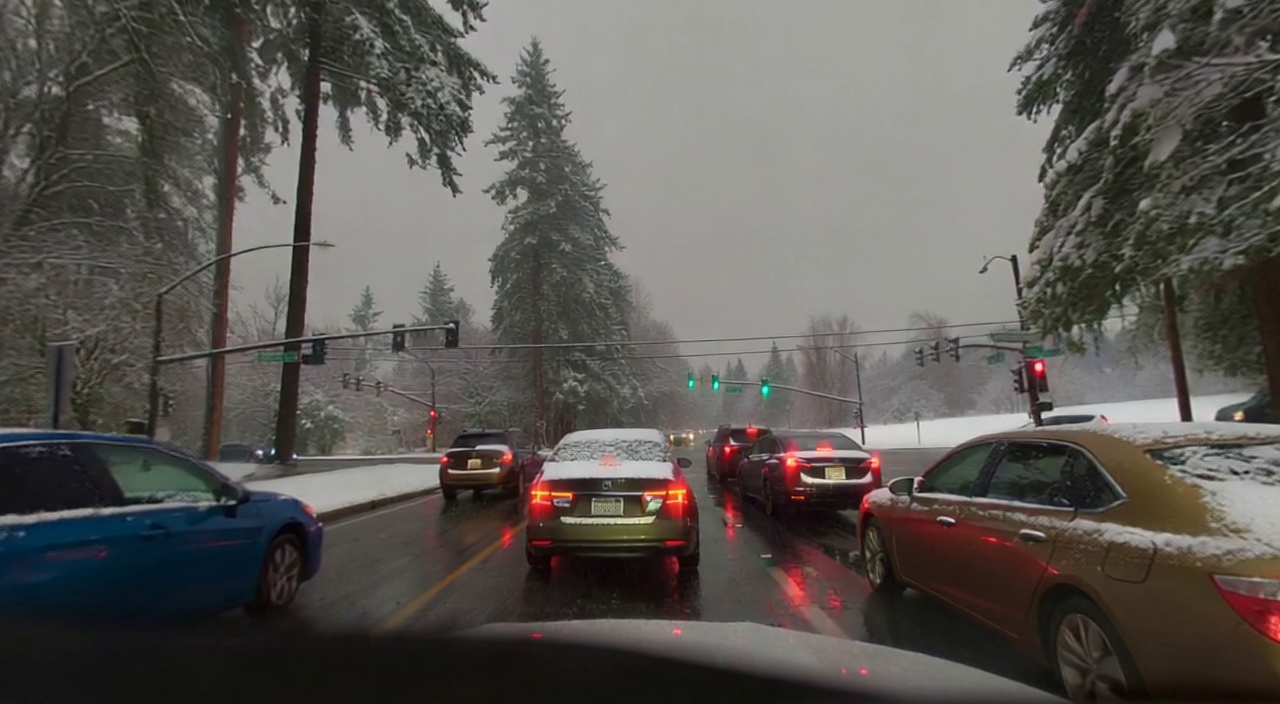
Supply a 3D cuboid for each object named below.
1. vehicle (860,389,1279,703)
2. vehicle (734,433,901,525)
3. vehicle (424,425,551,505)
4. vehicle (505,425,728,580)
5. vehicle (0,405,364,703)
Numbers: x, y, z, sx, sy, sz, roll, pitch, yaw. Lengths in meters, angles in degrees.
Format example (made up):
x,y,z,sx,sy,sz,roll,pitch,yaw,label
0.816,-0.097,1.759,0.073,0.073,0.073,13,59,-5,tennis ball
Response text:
x,y,z,sx,sy,sz,roll,pitch,yaw,label
3.135,1.149,4.052,1.903,1.480,4.270,0,-8,0,vehicle
3.182,2.335,12.324,1.975,1.460,4.357,0,-8,0,vehicle
-3.623,2.777,15.856,1.961,1.714,4.268,-1,-8,2,vehicle
-0.246,1.741,8.067,2.147,1.479,3.803,0,-8,-1,vehicle
-3.673,1.164,3.936,1.935,1.482,4.433,0,-8,-1,vehicle
